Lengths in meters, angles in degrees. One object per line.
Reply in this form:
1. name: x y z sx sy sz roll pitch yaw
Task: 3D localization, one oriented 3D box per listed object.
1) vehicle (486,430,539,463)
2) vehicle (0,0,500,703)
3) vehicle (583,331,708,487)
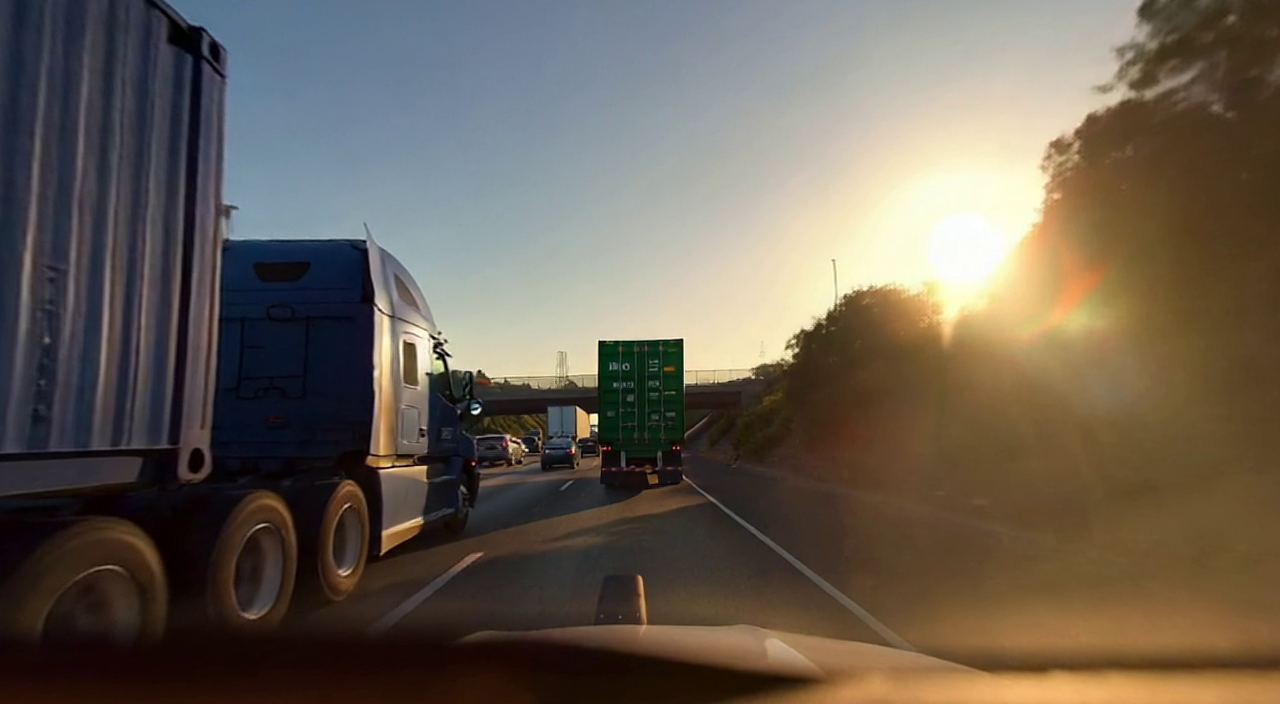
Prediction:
1. vehicle: -7.237 5.442 36.405 2.163 1.772 4.244 -1 -8 0
2. vehicle: -3.726 0.185 6.074 3.187 3.949 6.963 -1 -8 0
3. vehicle: 0.032 2.047 20.906 3.357 4.212 7.519 0 -8 -2
